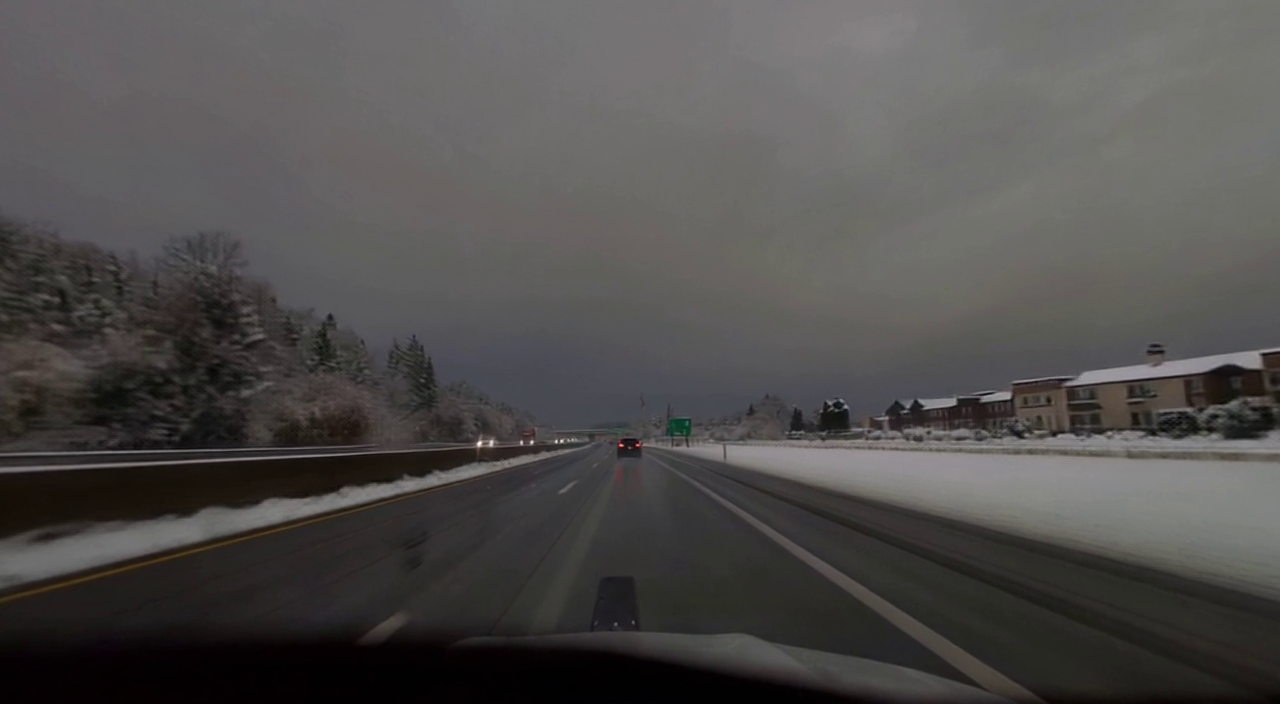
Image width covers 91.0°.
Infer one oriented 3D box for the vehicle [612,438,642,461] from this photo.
[{"bbox_3d":[-0.966,6.917,44.808,2.099,1.504,3.843,0,-8,-2],"label":"vehicle"}]
